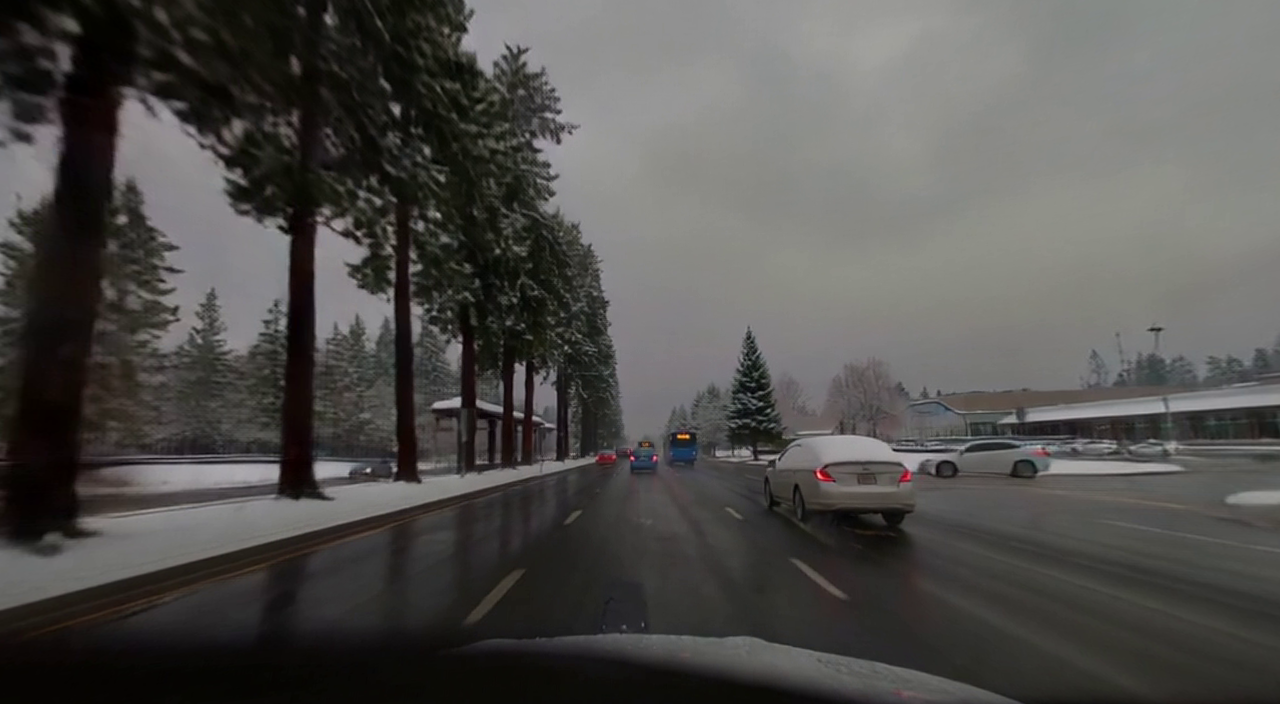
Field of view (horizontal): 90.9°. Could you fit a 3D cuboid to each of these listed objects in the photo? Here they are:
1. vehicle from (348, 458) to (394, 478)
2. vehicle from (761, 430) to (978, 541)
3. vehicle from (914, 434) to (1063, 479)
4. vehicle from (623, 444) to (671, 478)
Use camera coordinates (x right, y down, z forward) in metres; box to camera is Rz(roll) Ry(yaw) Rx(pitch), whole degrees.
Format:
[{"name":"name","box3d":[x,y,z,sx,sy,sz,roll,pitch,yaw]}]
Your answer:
[{"name":"vehicle","box3d":[-21.039,9.058,49.463,1.708,1.455,4.281,0,-9,0]},{"name":"vehicle","box3d":[3.576,2.158,10.862,2.067,1.497,4.327,0,-9,-1]},{"name":"vehicle","box3d":[13.930,4.223,25.521,4.718,1.686,2.272,-2,-9,11]},{"name":"vehicle","box3d":[0.316,5.218,30.547,2.144,1.505,4.128,0,-9,0]}]
